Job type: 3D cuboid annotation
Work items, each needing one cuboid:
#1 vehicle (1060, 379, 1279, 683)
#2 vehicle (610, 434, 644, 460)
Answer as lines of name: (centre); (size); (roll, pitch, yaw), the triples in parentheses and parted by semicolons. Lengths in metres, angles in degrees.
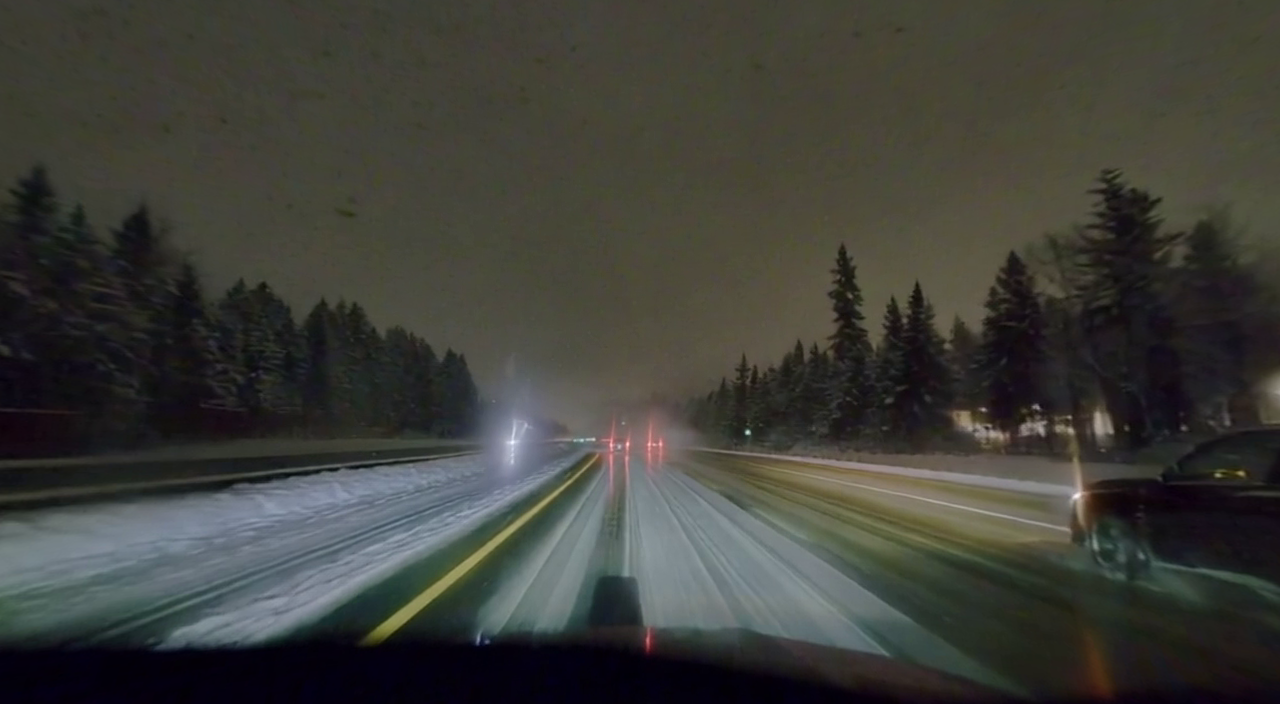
vehicle: (4.145, 0.858, 2.861); (1.852, 1.513, 3.652); (0, -8, -1)
vehicle: (-0.836, 5.843, 38.776); (1.998, 1.512, 3.735); (0, -8, -3)
